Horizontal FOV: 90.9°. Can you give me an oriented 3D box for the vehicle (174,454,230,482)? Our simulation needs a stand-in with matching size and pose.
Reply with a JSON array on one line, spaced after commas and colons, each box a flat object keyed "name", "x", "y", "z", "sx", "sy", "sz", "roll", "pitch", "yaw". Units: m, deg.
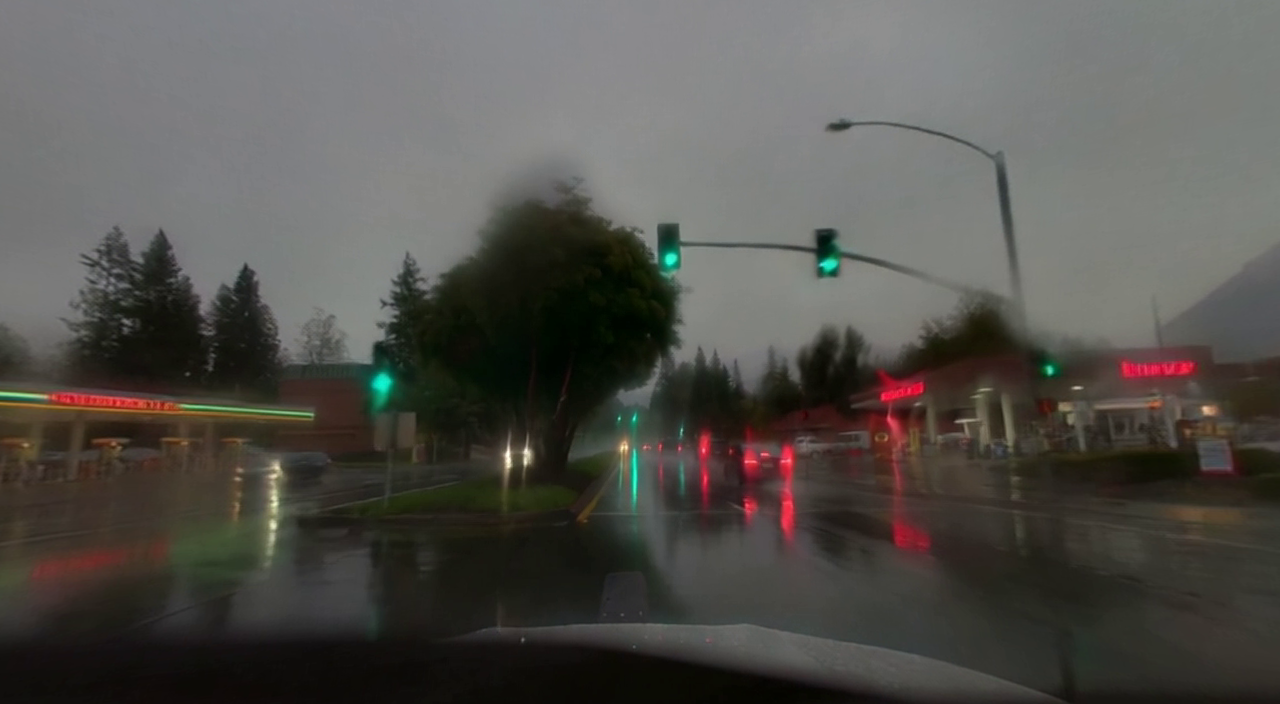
[{"name": "vehicle", "x": -31.318, "y": 8.263, "z": 45.200, "sx": 2.169, "sy": 1.834, "sz": 3.779, "roll": 2, "pitch": -9, "yaw": -17}]

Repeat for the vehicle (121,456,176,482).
[{"name": "vehicle", "x": -34.163, "y": 8.115, "z": 43.895, "sx": 1.803, "sy": 1.675, "sz": 3.674, "roll": 3, "pitch": -9, "yaw": -18}]

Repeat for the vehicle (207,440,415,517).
[{"name": "vehicle", "x": -8.229, "y": 3.173, "z": 16.567, "sx": 2.842, "sy": 1.476, "sz": 4.980, "roll": -3, "pitch": -7, "yaw": 0}]

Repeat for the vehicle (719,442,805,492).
[{"name": "vehicle", "x": 3.831, "y": 3.680, "z": 20.518, "sx": 1.871, "sy": 1.442, "sz": 4.122, "roll": 0, "pitch": -8, "yaw": -1}]

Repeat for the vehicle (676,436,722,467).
[{"name": "vehicle", "x": 4.006, "y": 6.867, "z": 43.778, "sx": 2.611, "sy": 1.983, "sz": 5.165, "roll": 0, "pitch": -8, "yaw": -1}]

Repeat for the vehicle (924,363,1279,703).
[{"name": "vehicle", "x": 3.845, "y": 1.047, "z": 3.906, "sx": 1.875, "sy": 1.665, "sz": 4.931, "roll": 0, "pitch": -9, "yaw": 0}]

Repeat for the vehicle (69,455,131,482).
[{"name": "vehicle", "x": -36.270, "y": 7.811, "z": 42.461, "sx": 1.755, "sy": 1.670, "sz": 3.889, "roll": 3, "pitch": -9, "yaw": -19}]
